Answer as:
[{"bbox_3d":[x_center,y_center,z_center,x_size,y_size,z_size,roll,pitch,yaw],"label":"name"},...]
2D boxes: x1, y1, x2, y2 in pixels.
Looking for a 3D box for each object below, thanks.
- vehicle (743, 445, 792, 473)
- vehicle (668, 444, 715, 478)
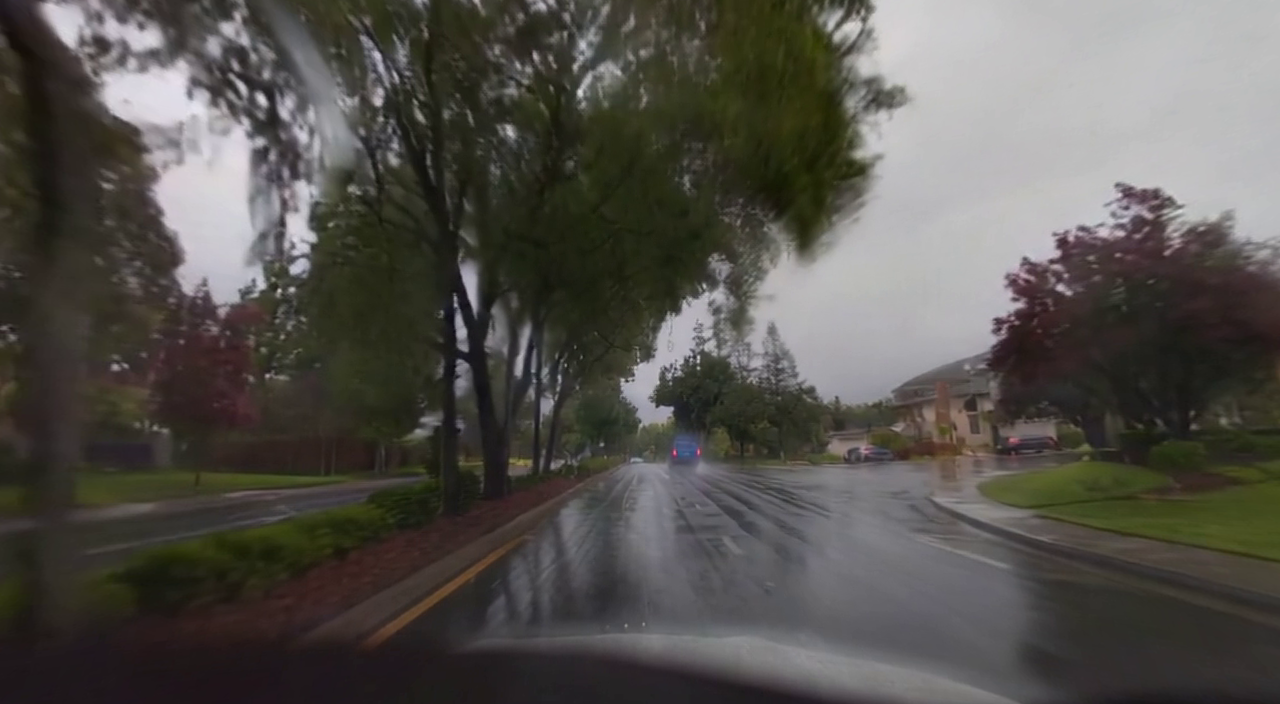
[{"bbox_3d":[9.100,7.523,44.627,2.269,1.826,5.192,-3,-9,23],"label":"vehicle"},{"bbox_3d":[2.820,6.067,35.528,2.180,1.773,4.639,0,-8,0],"label":"vehicle"}]
